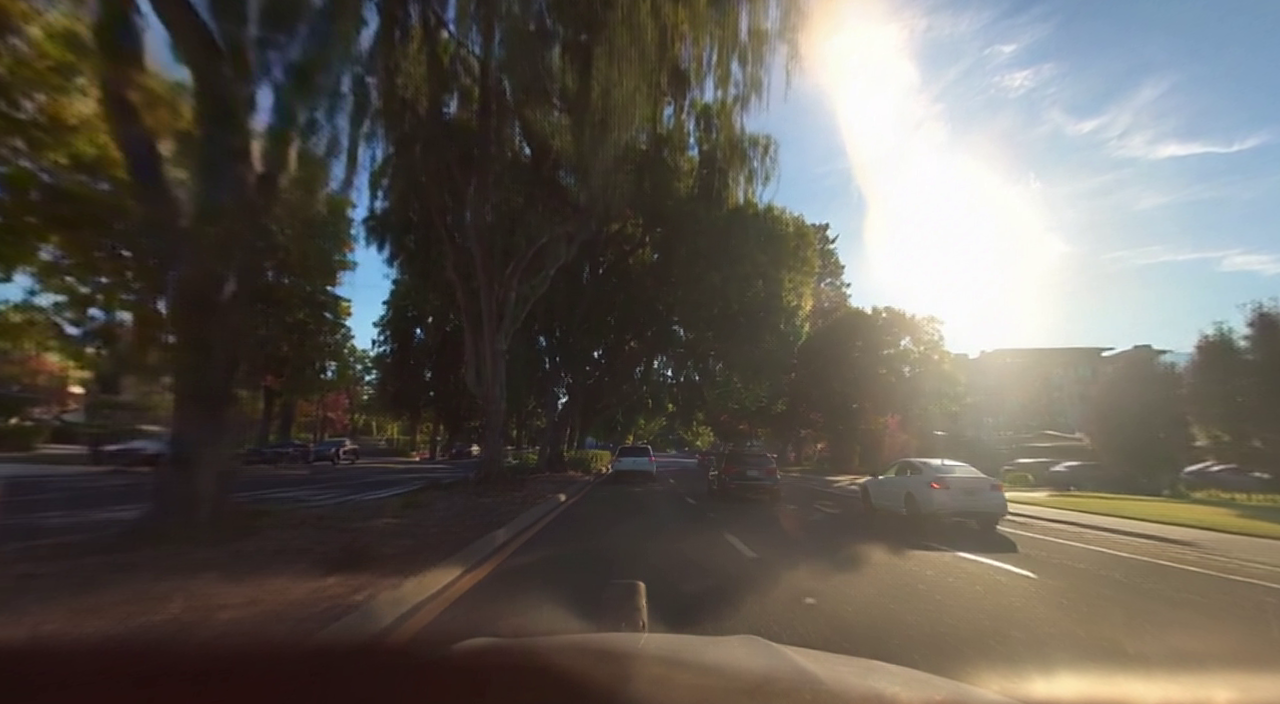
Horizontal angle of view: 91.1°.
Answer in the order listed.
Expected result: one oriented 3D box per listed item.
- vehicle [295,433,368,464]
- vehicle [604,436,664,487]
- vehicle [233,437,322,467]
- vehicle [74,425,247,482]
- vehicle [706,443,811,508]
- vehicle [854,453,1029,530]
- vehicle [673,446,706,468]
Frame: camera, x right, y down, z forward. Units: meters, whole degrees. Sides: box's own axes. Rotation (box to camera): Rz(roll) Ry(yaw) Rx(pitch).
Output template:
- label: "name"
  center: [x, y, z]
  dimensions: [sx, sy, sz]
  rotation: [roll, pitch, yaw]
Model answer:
- label: "vehicle"
  center: [-19.127, 6.005, 39.200]
  dimensions: [2.043, 1.707, 4.798]
  rotation: [3, -9, 0]
- label: "vehicle"
  center: [-0.206, 3.988, 23.164]
  dimensions: [2.008, 1.674, 4.239]
  rotation: [0, -8, 0]
- label: "vehicle"
  center: [-19.006, 5.262, 33.198]
  dimensions: [1.905, 1.428, 4.637]
  rotation: [0, -8, 0]
- label: "vehicle"
  center: [-15.930, 3.397, 21.256]
  dimensions: [2.100, 1.708, 4.567]
  rotation: [0, -8, 2]
- label: "vehicle"
  center: [3.020, 3.236, 16.965]
  dimensions: [1.932, 1.510, 4.168]
  rotation: [0, -8, -1]
- label: "vehicle"
  center: [6.745, 3.125, 14.658]
  dimensions: [1.944, 1.458, 4.268]
  rotation: [0, -8, 0]
- label: "vehicle"
  center: [3.484, 7.508, 44.940]
  dimensions: [2.012, 1.462, 4.163]
  rotation: [0, -8, -1]
